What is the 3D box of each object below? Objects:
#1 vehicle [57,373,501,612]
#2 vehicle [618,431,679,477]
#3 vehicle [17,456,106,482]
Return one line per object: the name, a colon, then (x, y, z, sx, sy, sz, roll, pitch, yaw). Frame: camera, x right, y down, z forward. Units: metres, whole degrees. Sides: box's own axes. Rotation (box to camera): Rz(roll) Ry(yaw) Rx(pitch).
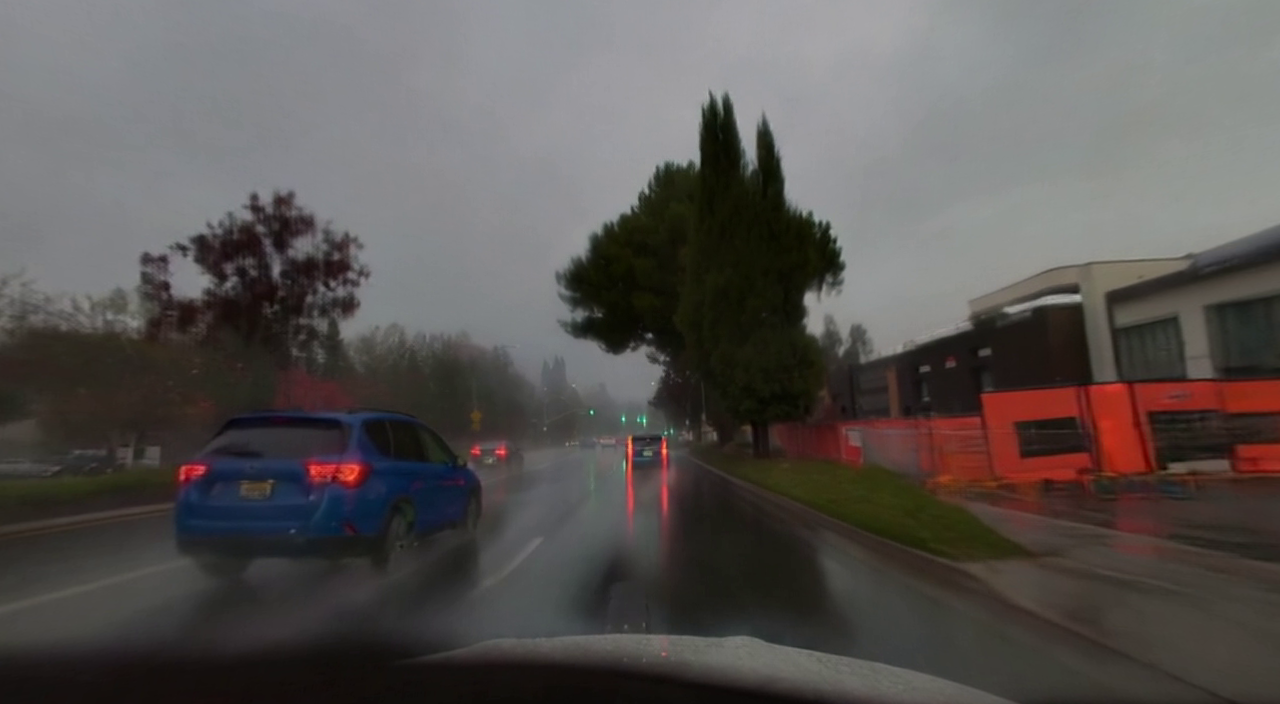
vehicle: (-3.343, 1.442, 7.415, 2.157, 1.824, 4.986, 0, -8, 2)
vehicle: (0.293, 4.000, 24.940, 2.227, 1.654, 4.091, 0, -8, 0)
vehicle: (-42.779, 8.666, 46.677, 4.731, 1.594, 1.825, -1, -6, -2)
